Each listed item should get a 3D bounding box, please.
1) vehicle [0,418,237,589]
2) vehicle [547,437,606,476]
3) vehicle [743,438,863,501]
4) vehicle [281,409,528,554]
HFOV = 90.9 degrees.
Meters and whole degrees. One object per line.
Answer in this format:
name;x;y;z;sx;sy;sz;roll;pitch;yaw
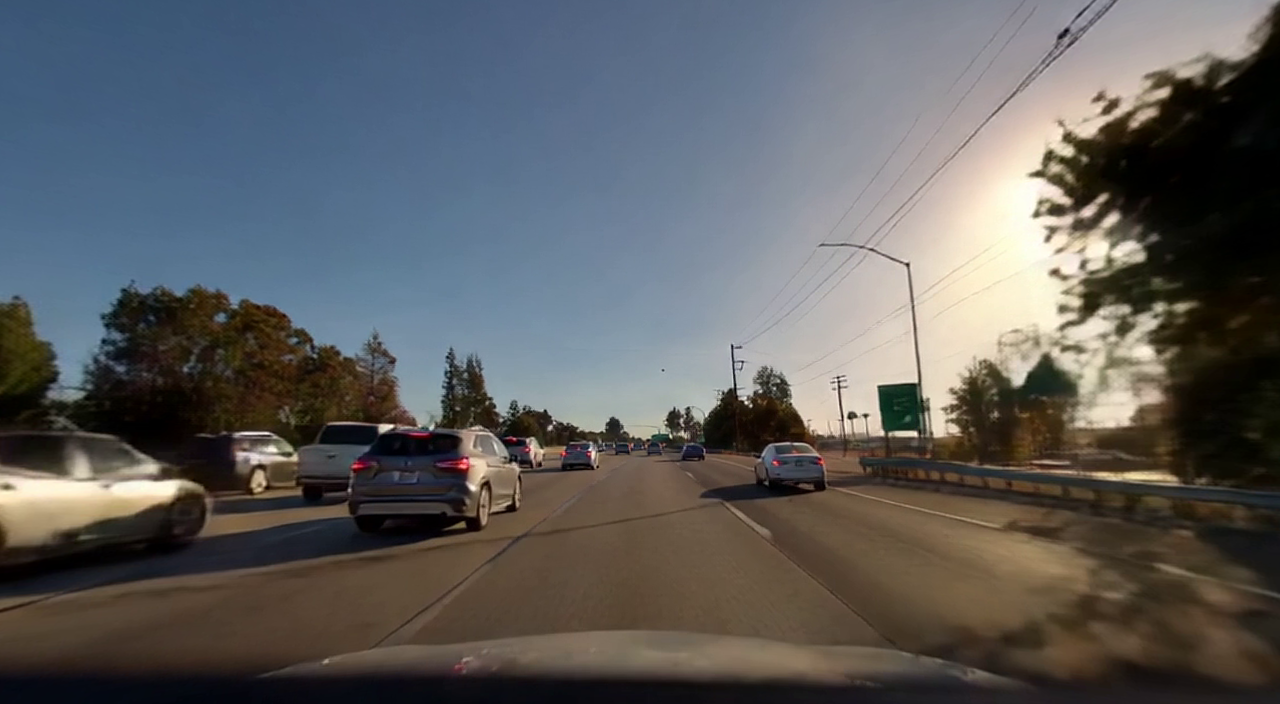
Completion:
vehicle;-6.860;1.502;6.579;2.049;1.544;4.866;0;-8;1
vehicle;-2.873;4.864;29.577;2.133;1.668;4.505;0;-8;2
vehicle;4.255;3.136;17.331;2.022;1.472;4.678;0;-8;0
vehicle;-3.337;1.938;10.160;2.133;1.775;4.530;0;-8;1
